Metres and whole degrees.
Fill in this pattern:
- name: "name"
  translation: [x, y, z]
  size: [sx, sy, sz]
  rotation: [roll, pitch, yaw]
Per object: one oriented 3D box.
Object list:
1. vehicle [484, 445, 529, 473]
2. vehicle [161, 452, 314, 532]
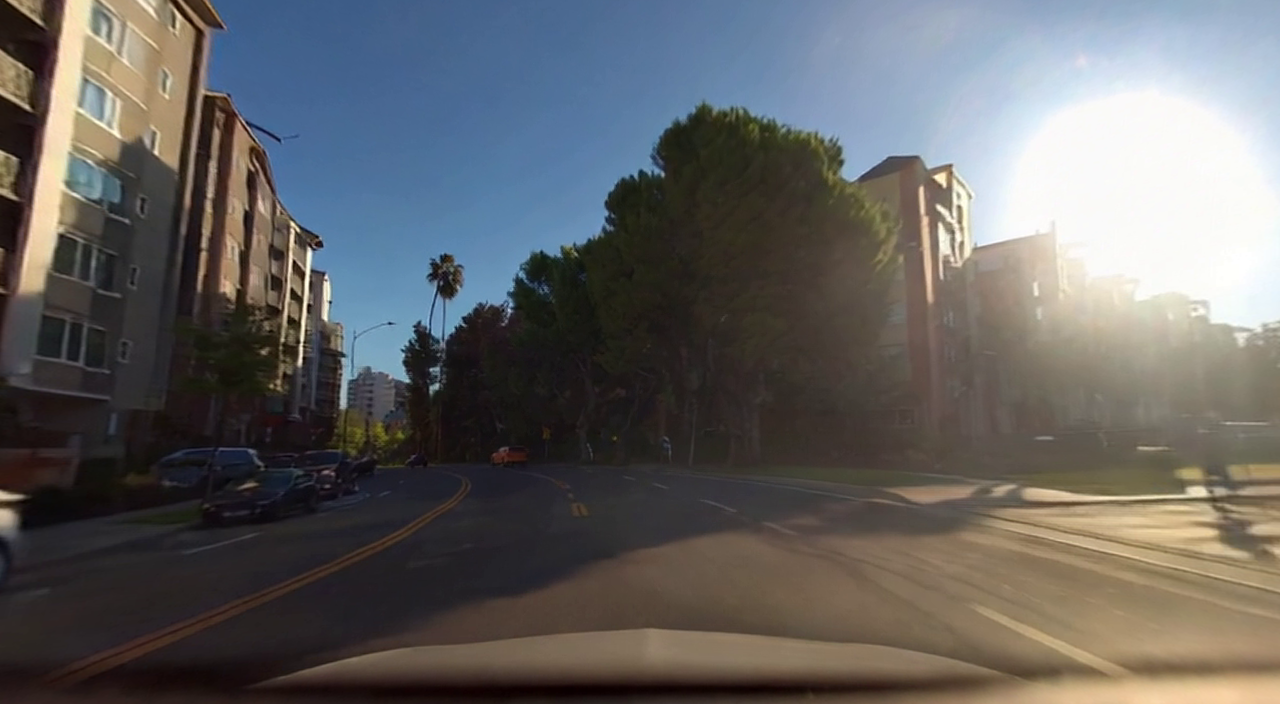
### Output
- name: "vehicle"
  translation: [-9.153, 7.238, 42.900]
  size: [2.000, 1.809, 4.405]
  rotation: [4, -9, -25]
- name: "vehicle"
  translation: [-10.040, 3.442, 16.160]
  size: [1.908, 1.602, 4.279]
  rotation: [-1, -8, -13]
